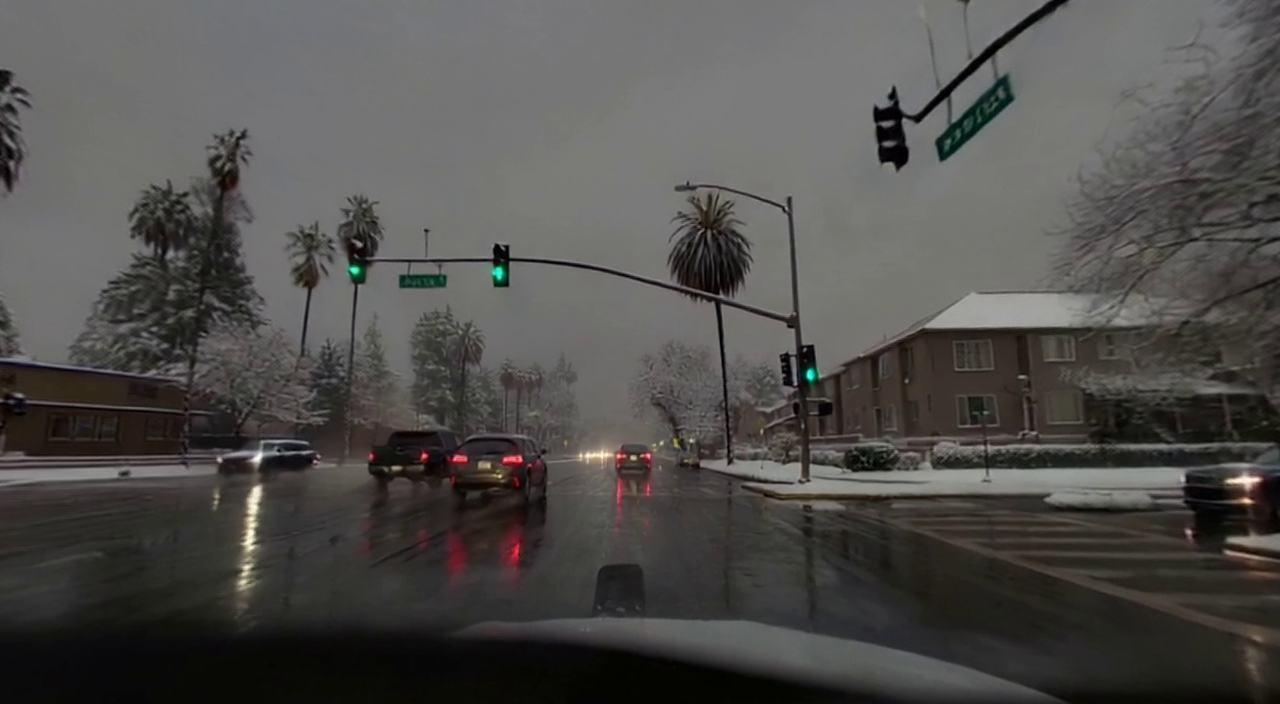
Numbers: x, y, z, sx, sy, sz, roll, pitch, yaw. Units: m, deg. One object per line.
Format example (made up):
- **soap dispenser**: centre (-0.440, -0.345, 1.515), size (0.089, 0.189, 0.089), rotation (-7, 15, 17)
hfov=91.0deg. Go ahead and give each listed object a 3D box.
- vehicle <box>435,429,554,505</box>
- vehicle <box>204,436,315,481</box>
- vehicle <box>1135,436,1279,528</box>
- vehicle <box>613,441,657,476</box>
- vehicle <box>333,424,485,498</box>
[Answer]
- **vehicle**: centre (-3.826, 3.120, 17.469), size (2.116, 1.806, 4.516), rotation (0, -9, 1)
- **vehicle**: centre (-17.821, 4.995, 29.893), size (2.021, 1.917, 5.144), rotation (0, -9, 0)
- **vehicle**: centre (12.224, 2.319, 11.471), size (4.649, 1.496, 2.061), rotation (0, -9, 0)
- **vehicle**: centre (-0.291, 5.841, 34.695), size (2.280, 1.803, 4.240), rotation (0, -9, -1)
- **vehicle**: centre (-7.219, 3.499, 20.711), size (2.457, 2.010, 6.330), rotation (0, -9, 1)
